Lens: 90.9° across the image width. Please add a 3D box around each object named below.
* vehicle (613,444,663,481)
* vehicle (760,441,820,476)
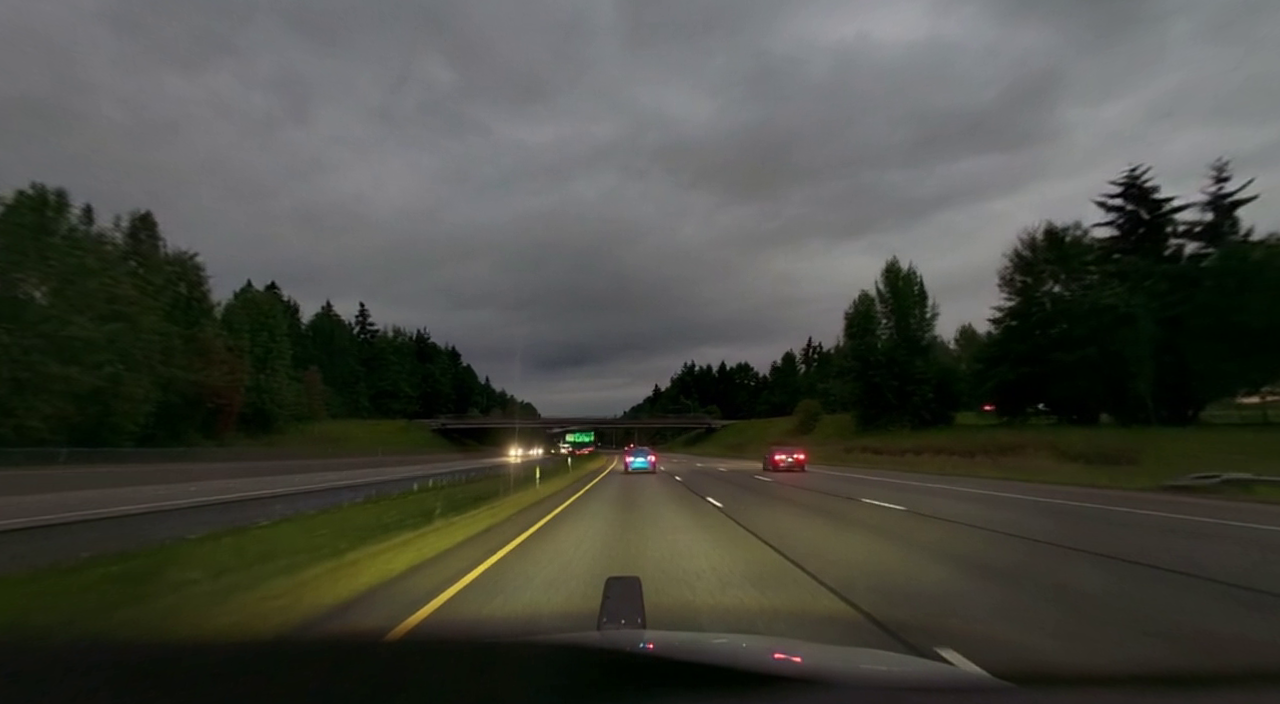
[{"bbox_3d":[-0.115,4.915,28.314,2.069,1.523,4.012,0,-9,-1],"label":"vehicle"},{"bbox_3d":[7.580,5.417,32.297,2.006,1.639,4.087,0,-9,-1],"label":"vehicle"}]
